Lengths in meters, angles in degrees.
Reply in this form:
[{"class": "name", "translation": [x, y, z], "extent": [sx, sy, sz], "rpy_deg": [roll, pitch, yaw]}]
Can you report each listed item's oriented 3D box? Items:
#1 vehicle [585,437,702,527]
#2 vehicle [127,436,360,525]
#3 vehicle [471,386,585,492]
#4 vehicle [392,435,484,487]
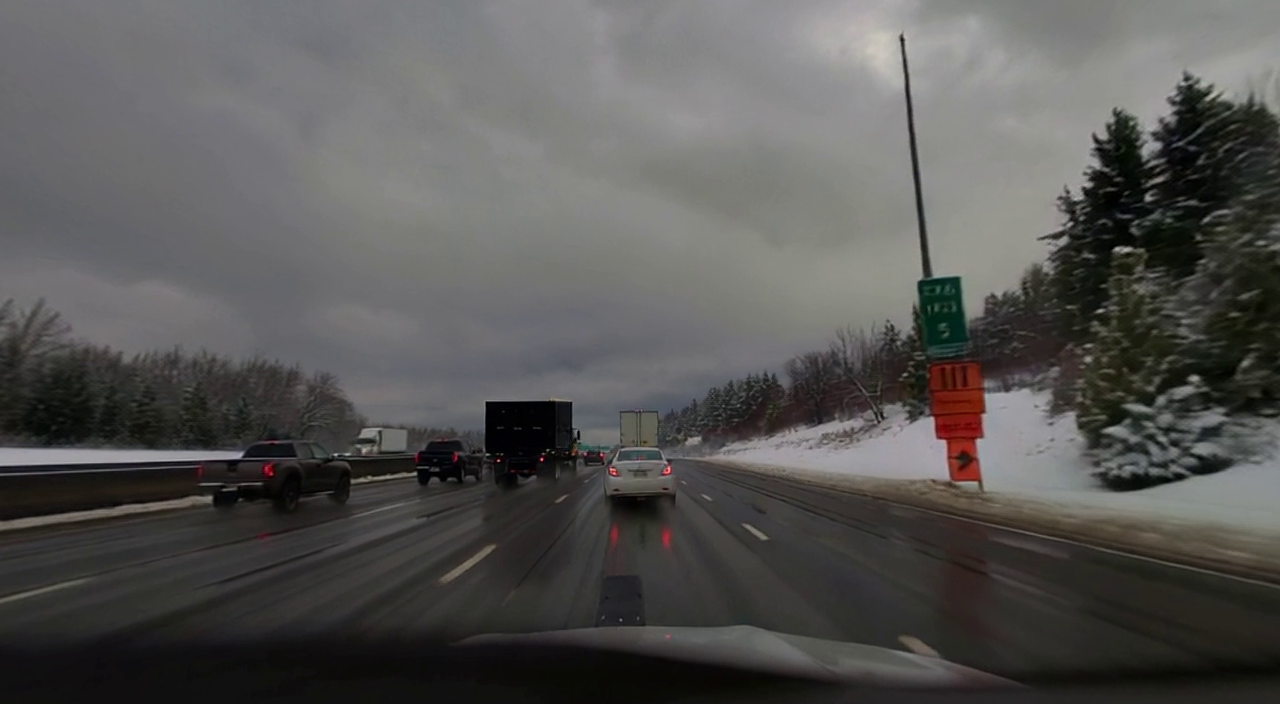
[{"class": "vehicle", "translation": [0.035, 2.467, 12.463], "extent": [1.995, 1.495, 3.380], "rpy_deg": [0, -9, -1]}, {"class": "vehicle", "translation": [-7.973, 2.599, 13.371], "extent": [1.879, 1.521, 4.623], "rpy_deg": [-1, -9, 1]}, {"class": "vehicle", "translation": [-3.849, 3.302, 23.651], "extent": [2.812, 3.342, 7.248], "rpy_deg": [-1, -9, 1]}, {"class": "vehicle", "translation": [-7.475, 4.070, 23.818], "extent": [1.952, 1.746, 4.332], "rpy_deg": [-1, -9, 1]}]
